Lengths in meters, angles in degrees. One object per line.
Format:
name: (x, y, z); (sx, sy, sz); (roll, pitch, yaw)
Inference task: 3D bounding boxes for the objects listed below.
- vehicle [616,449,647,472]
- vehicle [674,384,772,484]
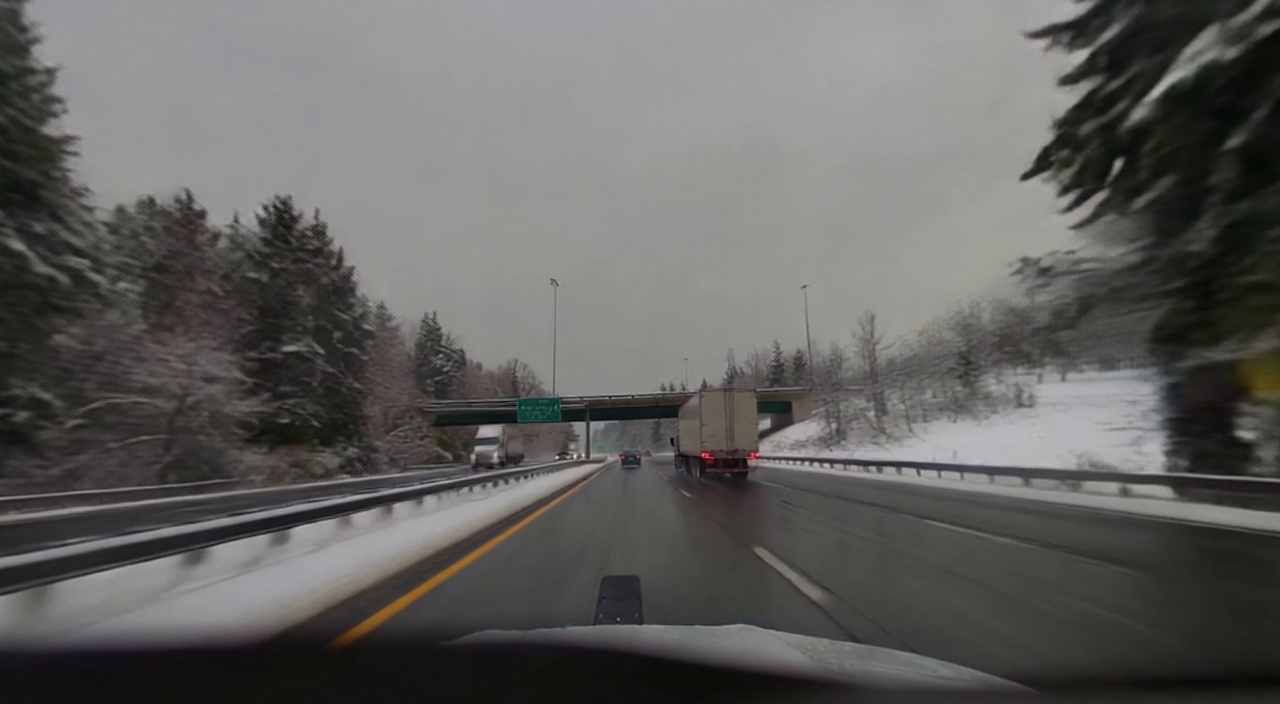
vehicle: (-0.564, 7.246, 42.178); (1.961, 1.454, 3.755); (0, -9, -1)
vehicle: (3.930, 4.611, 34.018); (2.956, 4.281, 14.327); (0, -9, -2)
